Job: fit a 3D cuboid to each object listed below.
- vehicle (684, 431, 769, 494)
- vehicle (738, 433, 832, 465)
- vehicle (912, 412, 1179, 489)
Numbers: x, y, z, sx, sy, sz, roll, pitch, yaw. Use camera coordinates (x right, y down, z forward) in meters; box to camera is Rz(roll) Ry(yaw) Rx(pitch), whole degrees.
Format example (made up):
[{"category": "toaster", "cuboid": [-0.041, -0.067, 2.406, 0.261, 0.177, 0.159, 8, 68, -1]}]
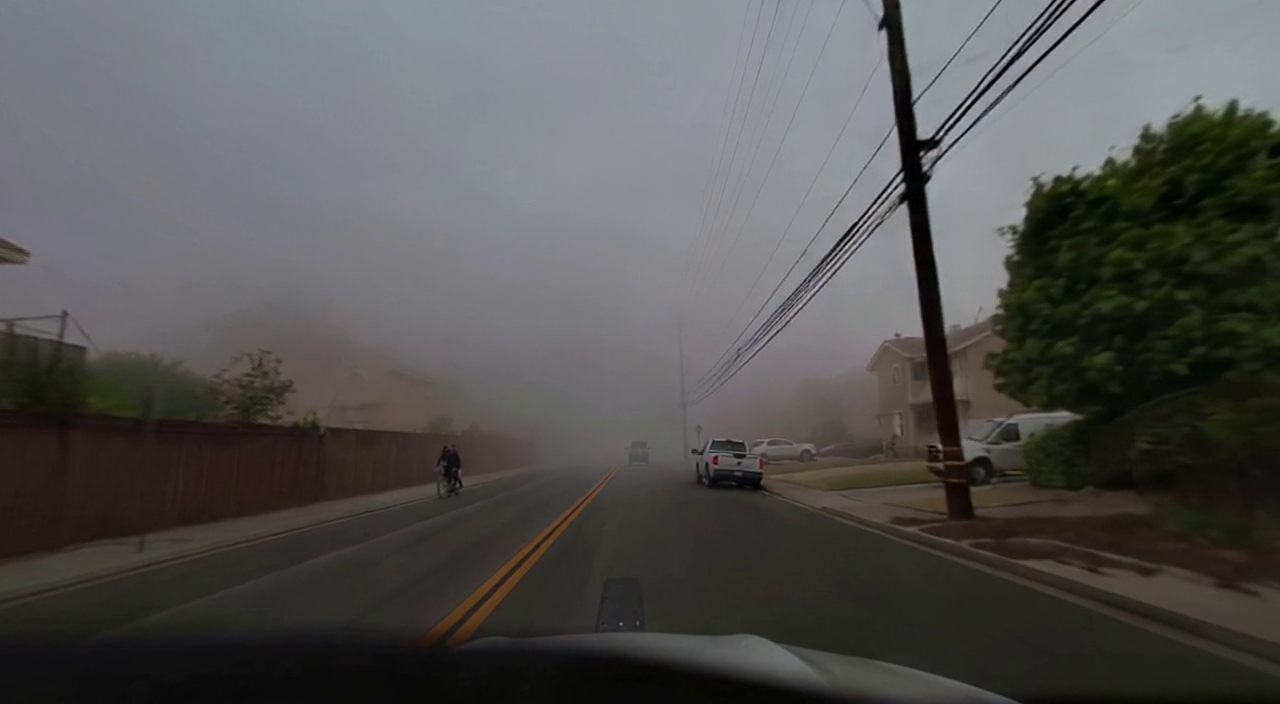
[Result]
[{"category": "vehicle", "cuboid": [3.086, 4.106, 23.872, 2.278, 1.933, 5.860, 4, -9, 0]}, {"category": "vehicle", "cuboid": [9.665, 6.543, 42.544, 5.590, 2.067, 2.553, 0, -9, -2]}, {"category": "vehicle", "cuboid": [11.129, 2.771, 17.777, 5.846, 1.971, 2.273, -1, -9, 1]}]
